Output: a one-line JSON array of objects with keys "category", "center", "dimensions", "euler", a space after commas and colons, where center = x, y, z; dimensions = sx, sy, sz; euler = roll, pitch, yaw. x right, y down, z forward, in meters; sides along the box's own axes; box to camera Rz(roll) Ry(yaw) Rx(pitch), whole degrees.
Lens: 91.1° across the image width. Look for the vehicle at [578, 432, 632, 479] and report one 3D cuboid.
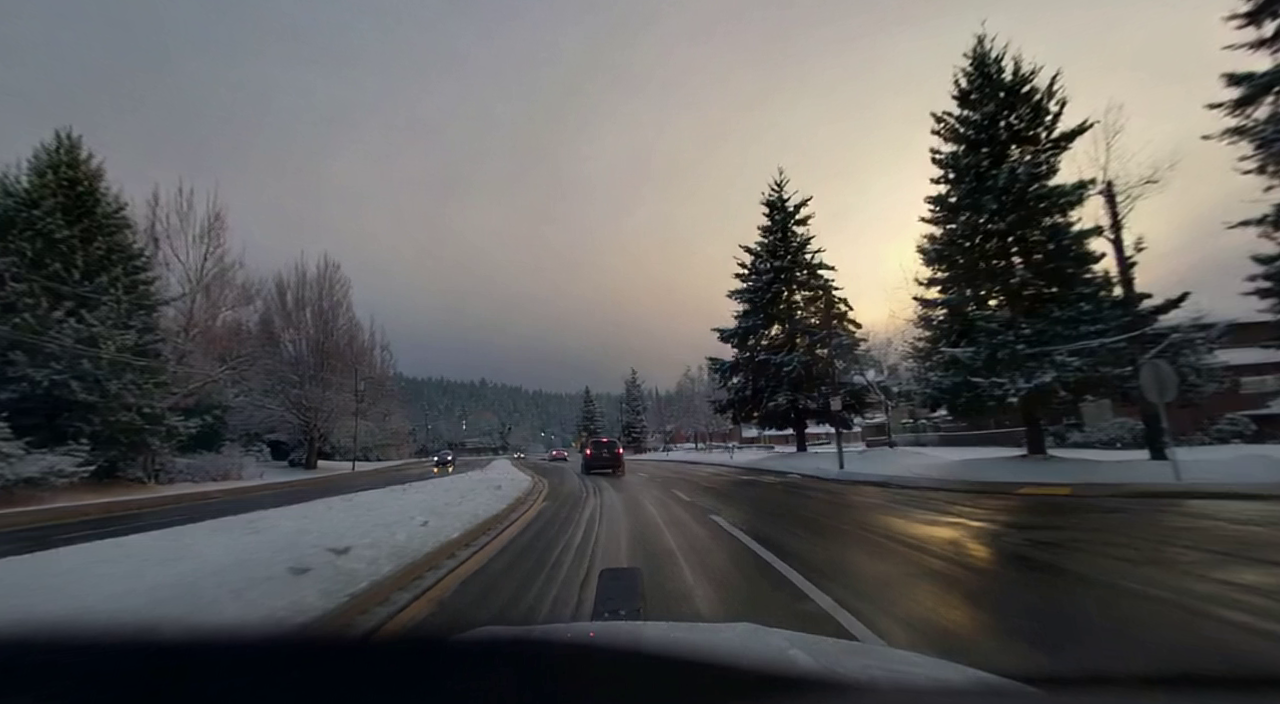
[{"category": "vehicle", "center": [-1.717, 4.804, 29.402], "dimensions": [2.072, 2.002, 4.391], "euler": [1, -9, -9]}]
